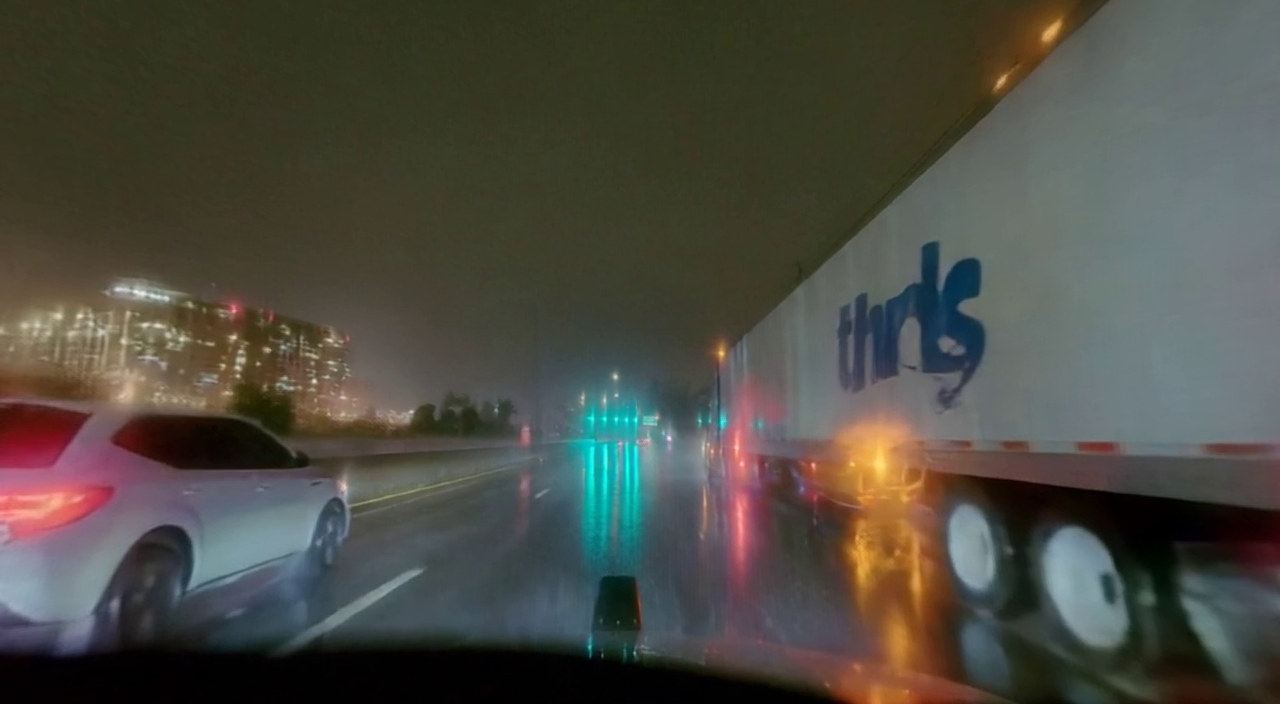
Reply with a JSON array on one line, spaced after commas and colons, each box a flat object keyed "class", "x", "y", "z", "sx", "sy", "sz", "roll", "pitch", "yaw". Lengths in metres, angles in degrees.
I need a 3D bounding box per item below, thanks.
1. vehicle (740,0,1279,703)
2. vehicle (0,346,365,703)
[{"class": "vehicle", "x": 3.839, "y": 0.309, "z": 8.439, "sx": 2.850, "sy": 3.894, "sz": 13.987, "roll": 0, "pitch": -7, "yaw": 1}, {"class": "vehicle", "x": -3.653, "y": 0.988, "z": 3.794, "sx": 2.063, "sy": 1.661, "sz": 4.439, "roll": 0, "pitch": -8, "yaw": -2}]
